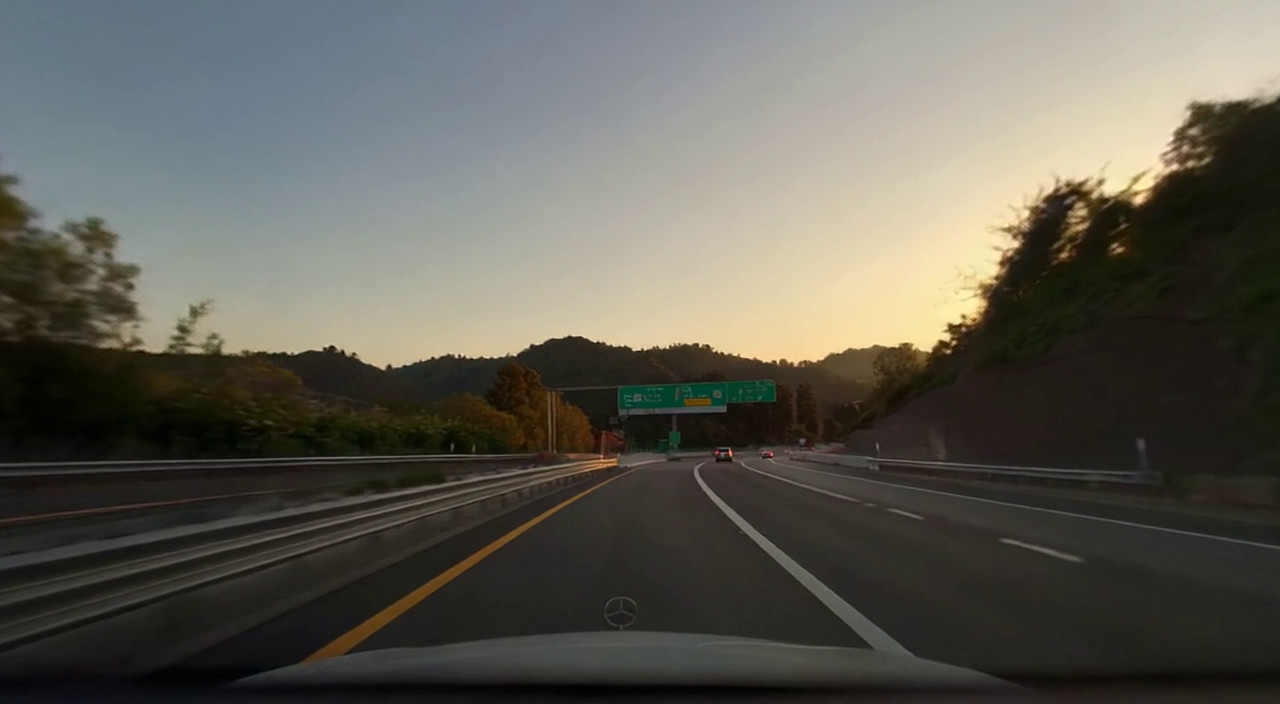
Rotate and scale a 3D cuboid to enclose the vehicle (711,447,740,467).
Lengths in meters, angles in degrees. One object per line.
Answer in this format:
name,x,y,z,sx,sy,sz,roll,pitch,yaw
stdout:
vehicle,6.638,8.177,49.430,1.874,1.506,4.116,-1,-9,4
